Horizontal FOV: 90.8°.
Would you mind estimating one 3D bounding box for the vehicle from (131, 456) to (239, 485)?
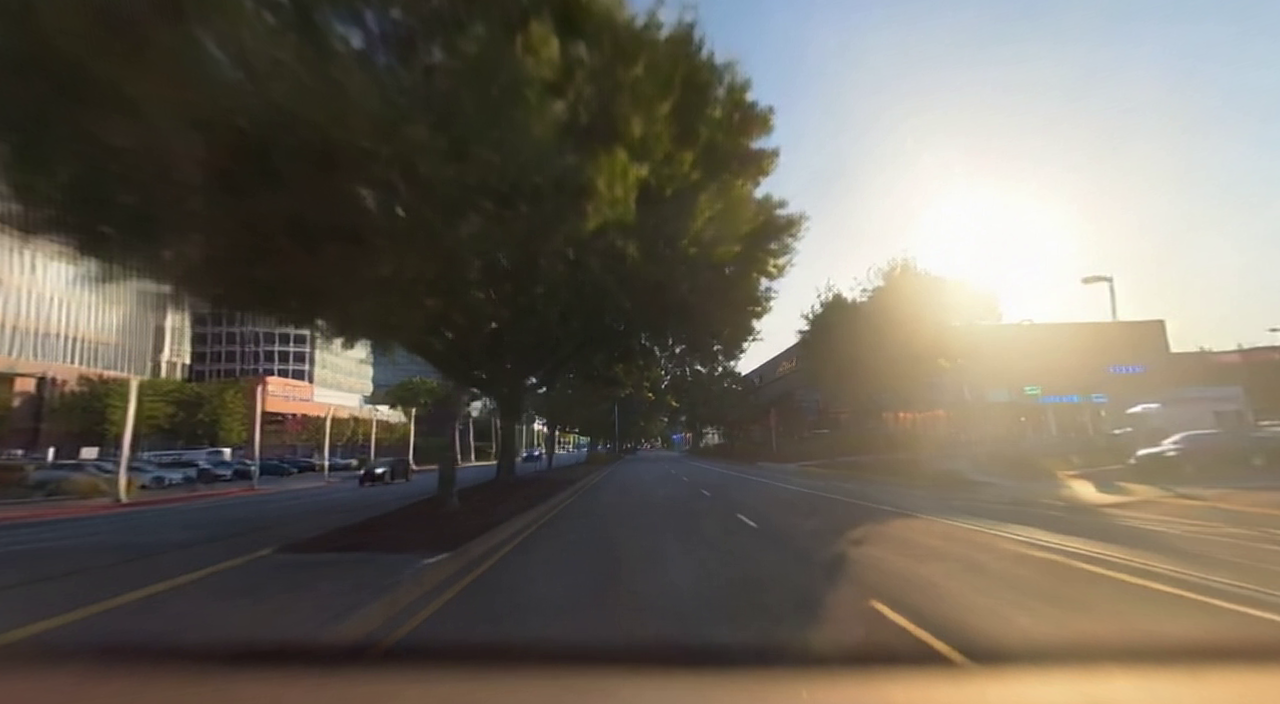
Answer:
[{"bbox_3d":[-26.505,6.908,37.015,4.786,1.486,1.936,4,-9,-27],"label":"vehicle"}]

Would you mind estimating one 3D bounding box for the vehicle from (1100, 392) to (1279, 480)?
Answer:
[{"bbox_3d":[25.784,4.020,29.869,2.724,3.646,7.111,0,-9,2],"label":"vehicle"}]

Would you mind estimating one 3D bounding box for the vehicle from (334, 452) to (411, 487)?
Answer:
[{"bbox_3d":[-12.323,5.422,29.391,1.857,1.483,3.791,0,-8,0],"label":"vehicle"}]
